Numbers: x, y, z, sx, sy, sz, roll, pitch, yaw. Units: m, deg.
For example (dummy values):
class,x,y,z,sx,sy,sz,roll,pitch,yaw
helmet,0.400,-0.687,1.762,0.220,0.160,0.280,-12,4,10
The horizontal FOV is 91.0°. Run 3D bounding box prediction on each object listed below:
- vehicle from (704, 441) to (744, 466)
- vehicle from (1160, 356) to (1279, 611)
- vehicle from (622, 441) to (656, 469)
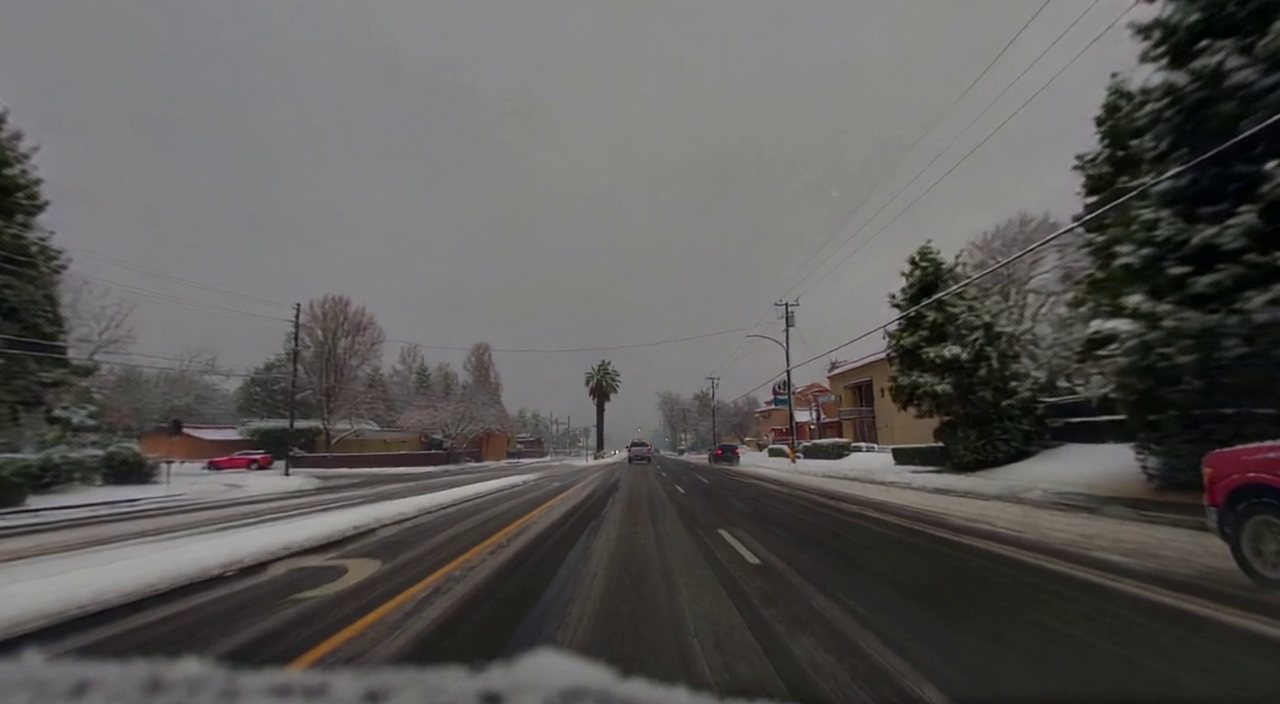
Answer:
class,x,y,z,sx,sy,sz,roll,pitch,yaw
vehicle,6.099,7.497,46.417,2.252,1.718,4.617,0,-9,0
vehicle,5.952,0.787,3.490,2.355,1.889,4.392,0,-9,1
vehicle,-0.066,6.721,41.147,2.138,1.702,4.168,0,-9,0
